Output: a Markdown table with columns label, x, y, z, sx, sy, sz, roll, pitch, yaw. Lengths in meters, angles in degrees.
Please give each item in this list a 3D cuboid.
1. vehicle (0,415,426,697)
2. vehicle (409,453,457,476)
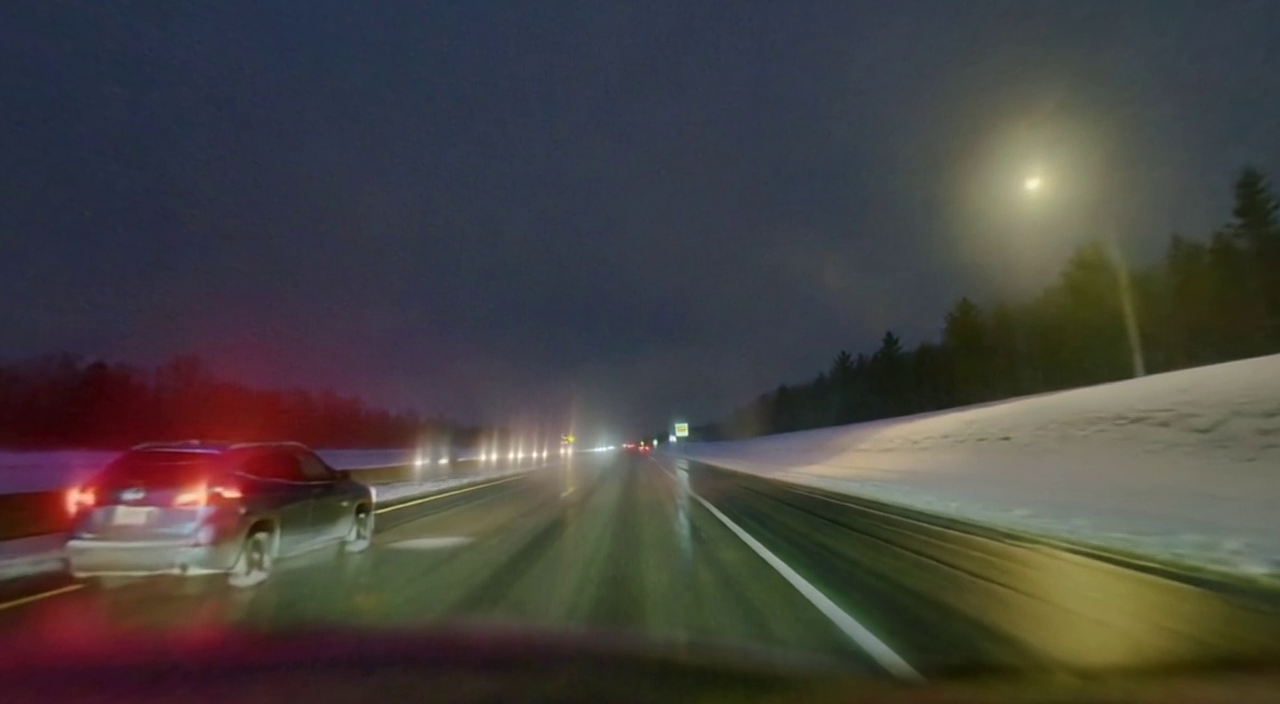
| label | x | y | z | sx | sy | sz | roll | pitch | yaw |
| --- | --- | --- | --- | --- | --- | --- | --- | --- | --- |
| vehicle | -3.878 | 1.503 | 5.884 | 2.118 | 1.562 | 4.541 | 0 | -9 | 1 |
| vehicle | -14.378 | 7.819 | 43.993 | 1.804 | 1.442 | 4.254 | 0 | -9 | 2 |
